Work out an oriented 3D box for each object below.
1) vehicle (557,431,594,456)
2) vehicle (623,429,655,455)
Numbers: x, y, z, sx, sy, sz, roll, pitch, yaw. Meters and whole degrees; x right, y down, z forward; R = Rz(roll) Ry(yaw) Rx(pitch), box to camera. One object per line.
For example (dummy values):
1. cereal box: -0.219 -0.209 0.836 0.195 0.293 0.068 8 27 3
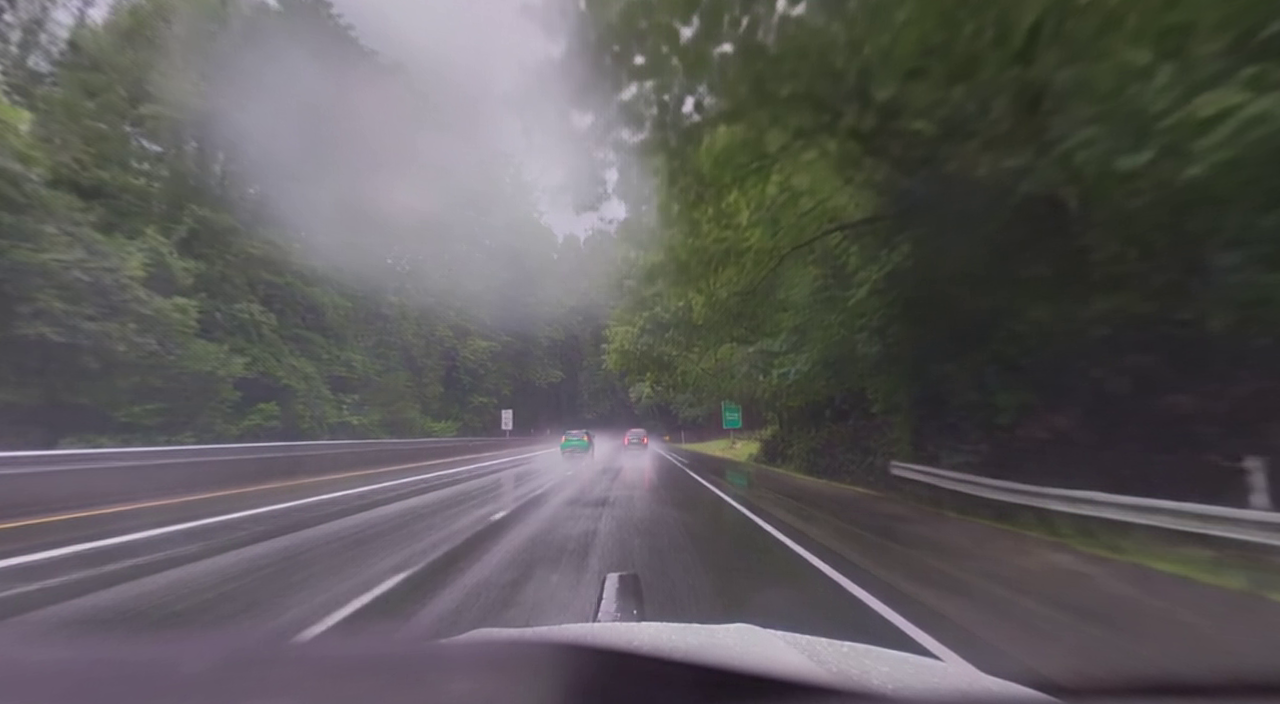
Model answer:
1. vehicle: -4.269 6.098 42.157 2.055 1.610 4.116 0 -8 0
2. vehicle: -0.080 6.573 46.155 2.170 1.790 4.490 0 -8 0
